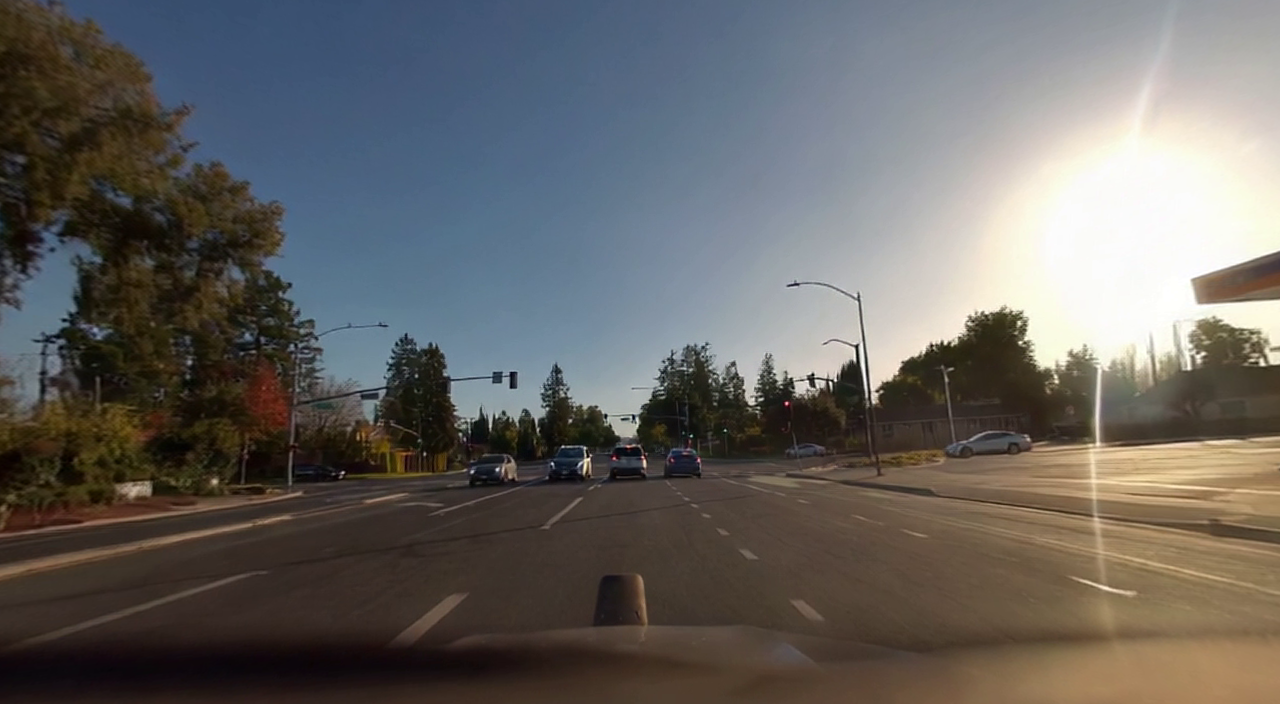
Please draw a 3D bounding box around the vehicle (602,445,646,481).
[{"bbox_3d":[-0.782,5.808,33.031,2.146,1.742,4.095,0,-9,0],"label":"vehicle"}]

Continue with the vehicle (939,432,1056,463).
[{"bbox_3d":[18.011,4.850,31.859,4.660,1.462,2.034,0,-9,0],"label":"vehicle"}]

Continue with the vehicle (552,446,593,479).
[{"bbox_3d":[-3.999,6.611,37.840,2.139,1.851,3.970,0,-9,-2],"label":"vehicle"}]

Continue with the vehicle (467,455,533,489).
[{"bbox_3d":[-6.333,5.467,28.973,2.033,1.442,4.668,0,-9,-1],"label":"vehicle"}]

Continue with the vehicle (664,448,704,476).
[{"bbox_3d":[2.762,7.042,40.429,2.103,1.647,4.318,0,-9,-2],"label":"vehicle"}]
